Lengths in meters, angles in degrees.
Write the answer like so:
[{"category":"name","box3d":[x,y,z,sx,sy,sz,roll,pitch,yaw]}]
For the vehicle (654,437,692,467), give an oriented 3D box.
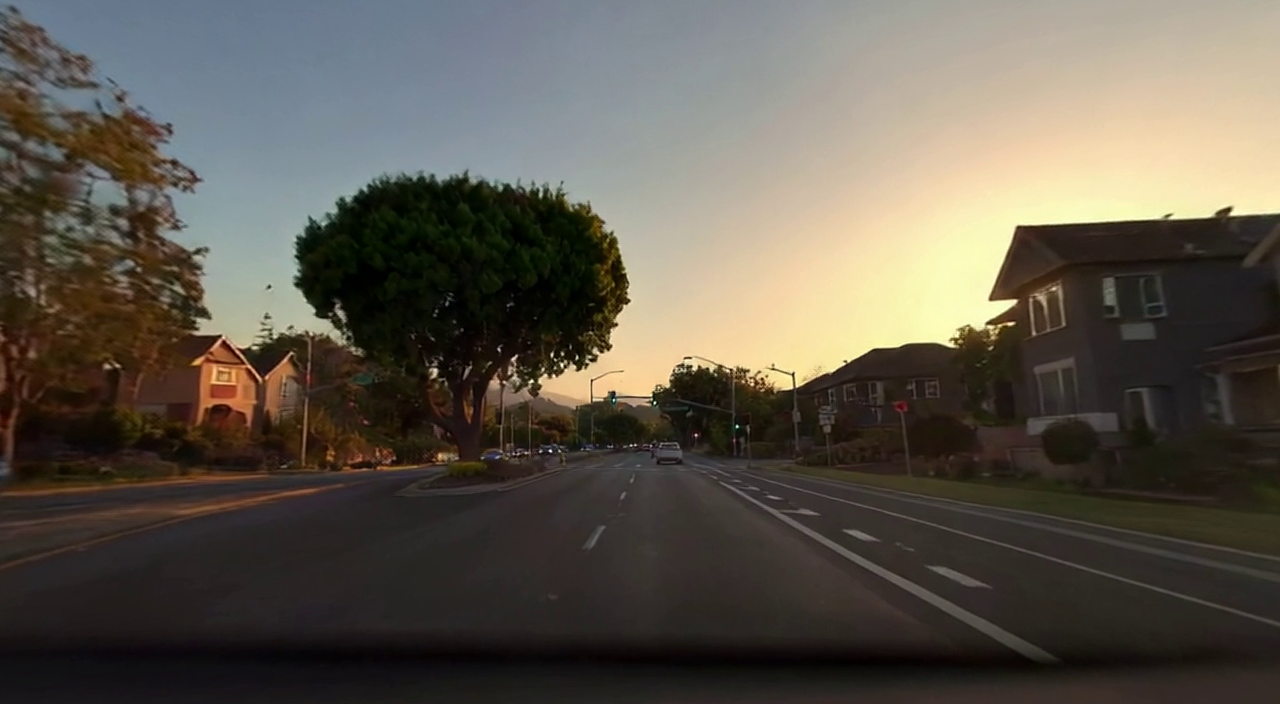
[{"category":"vehicle","box3d":[2.148,6.726,42.510,2.273,1.851,5.075,0,-9,0]}]
